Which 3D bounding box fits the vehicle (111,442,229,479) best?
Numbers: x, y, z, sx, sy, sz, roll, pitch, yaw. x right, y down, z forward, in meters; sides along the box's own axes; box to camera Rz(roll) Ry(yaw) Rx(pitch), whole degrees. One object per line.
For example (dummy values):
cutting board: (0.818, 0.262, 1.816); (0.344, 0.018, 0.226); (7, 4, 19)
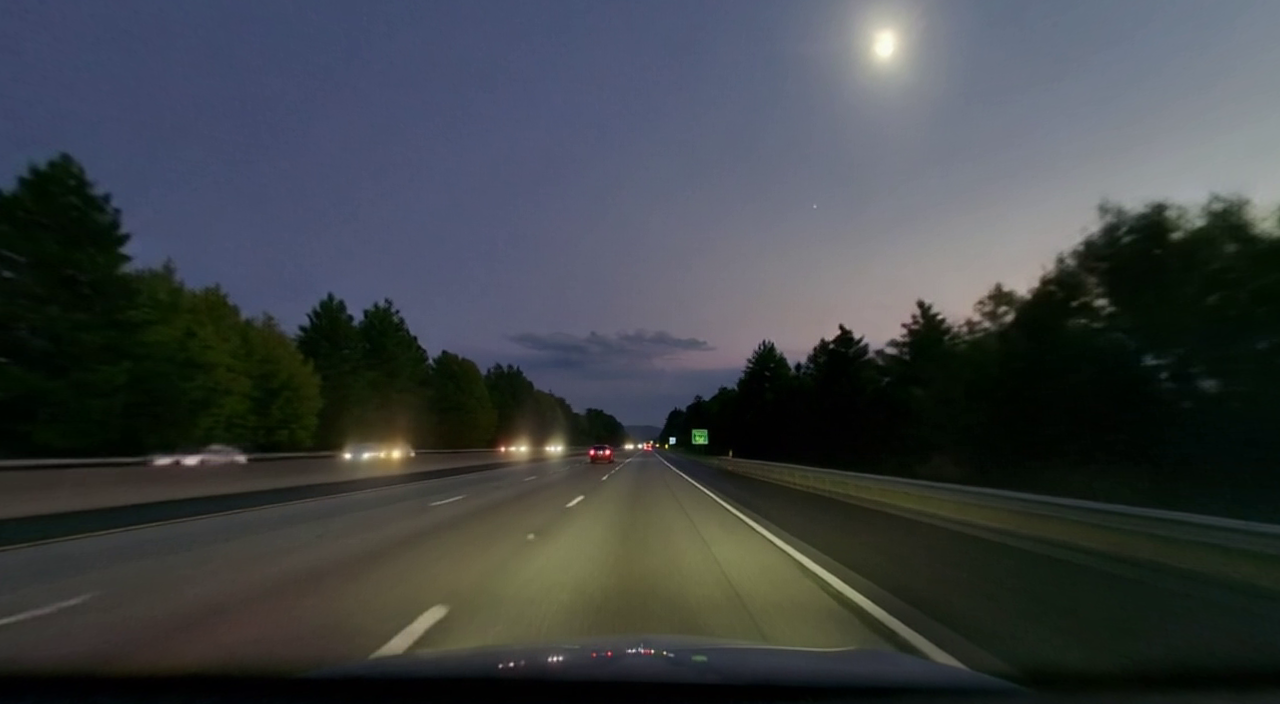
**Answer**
vehicle: (-21.103, 4.882, 28.606); (1.831, 1.526, 4.458); (0, -8, 1)
